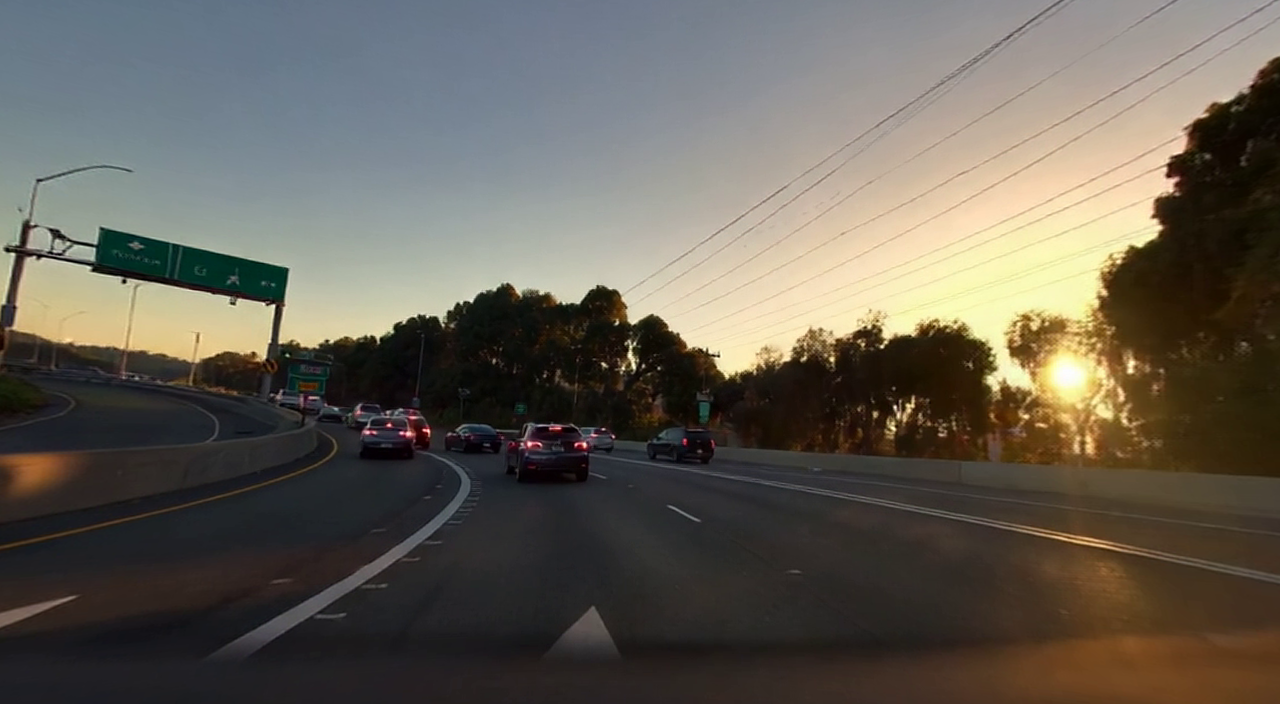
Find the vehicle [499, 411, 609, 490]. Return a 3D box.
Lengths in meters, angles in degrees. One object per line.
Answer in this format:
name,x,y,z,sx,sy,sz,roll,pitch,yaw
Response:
vehicle,-2.354,2.493,16.150,2.140,1.724,4.304,2,-9,-16

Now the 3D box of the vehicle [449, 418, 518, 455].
vehicle,-6.980,3.754,27.809,1.832,1.473,4.364,4,-9,-28

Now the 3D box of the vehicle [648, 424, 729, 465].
vehicle,2.233,4.471,30.560,2.079,1.807,4.682,3,-9,-21

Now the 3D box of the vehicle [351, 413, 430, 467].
vehicle,-7.907,2.820,20.182,2.033,1.501,4.623,3,-9,-20
